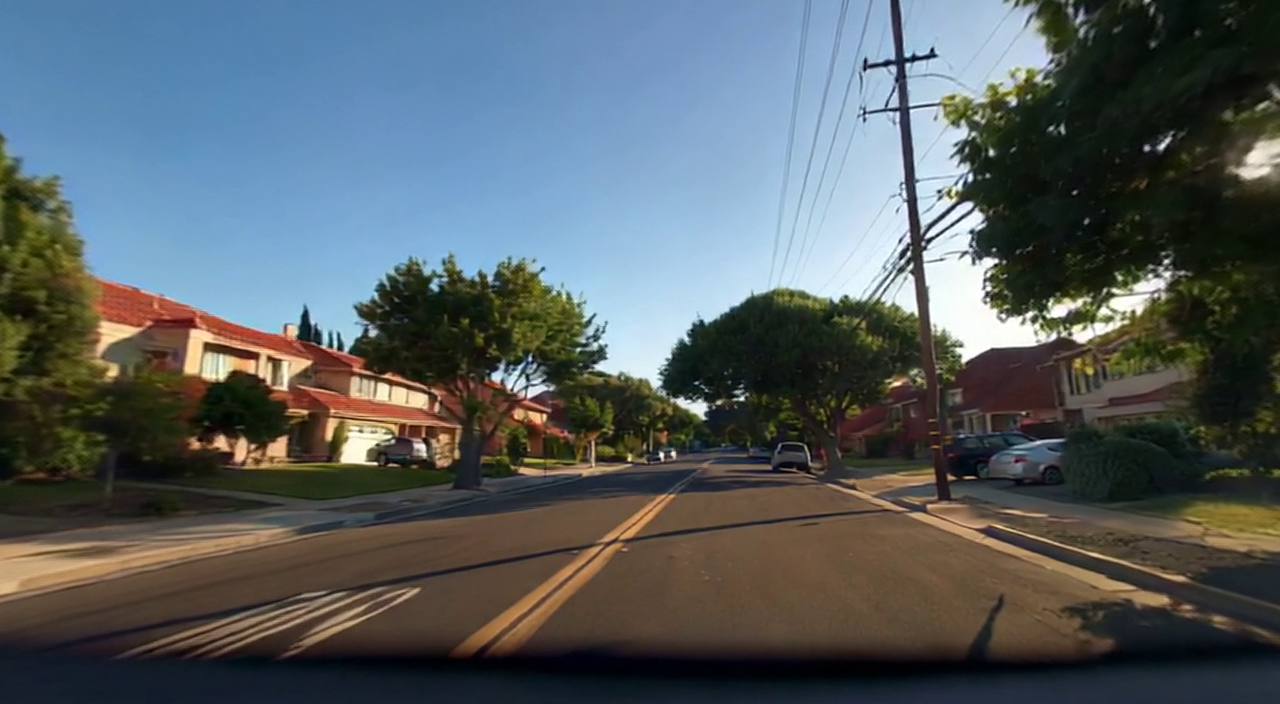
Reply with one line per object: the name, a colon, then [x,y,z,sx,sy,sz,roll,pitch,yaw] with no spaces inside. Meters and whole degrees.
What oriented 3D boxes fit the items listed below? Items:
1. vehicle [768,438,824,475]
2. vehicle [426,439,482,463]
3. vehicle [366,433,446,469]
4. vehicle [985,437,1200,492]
vehicle: [8.465,5.731,34.773,2.114,1.858,5.144,-1,-9,4]
vehicle: [-14.527,7.806,49.620,2.139,1.746,5.099,-3,-10,10]
vehicle: [-12.892,5.521,35.228,2.034,1.829,5.161,-1,-9,6]
vehicle: [13.075,3.276,18.576,4.625,1.501,2.011,-1,-9,8]
